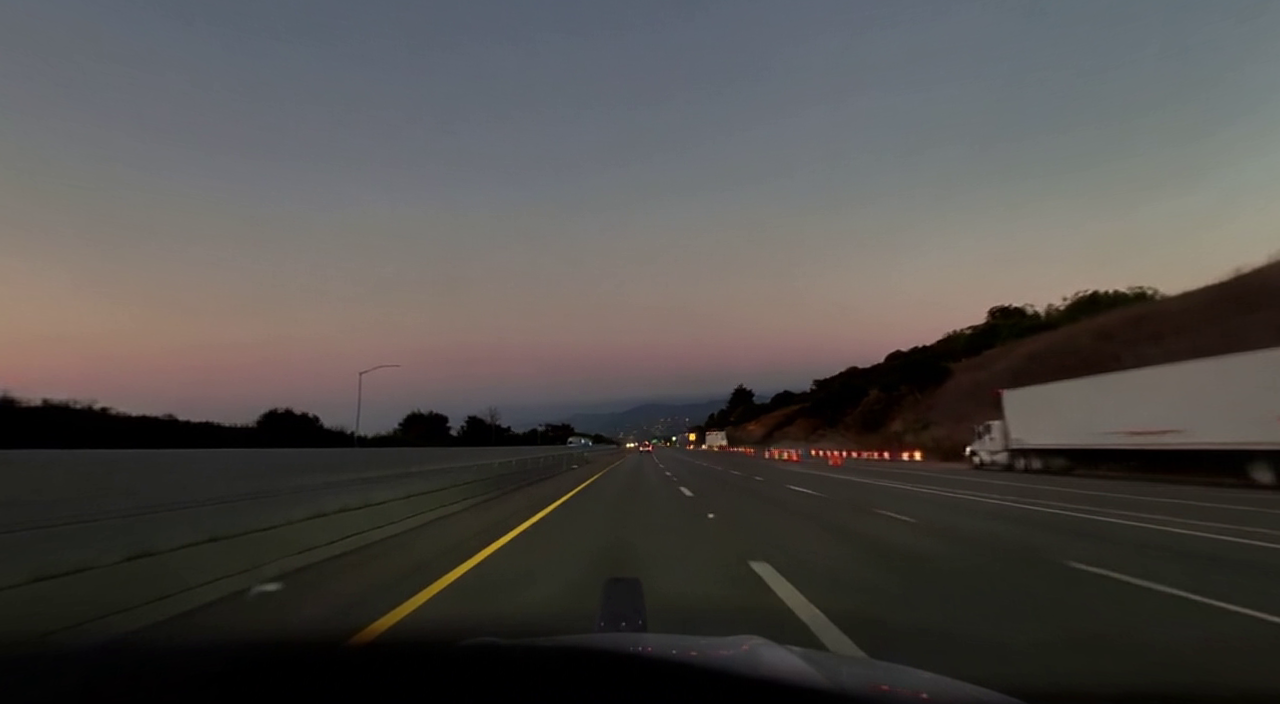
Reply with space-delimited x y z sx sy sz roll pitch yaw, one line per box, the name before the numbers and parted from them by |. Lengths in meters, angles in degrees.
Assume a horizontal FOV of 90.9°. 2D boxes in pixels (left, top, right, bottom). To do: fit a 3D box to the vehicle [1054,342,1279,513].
vehicle | 13.142 1.642 13.731 2.905 3.106 7.417 -3 -8 -1
